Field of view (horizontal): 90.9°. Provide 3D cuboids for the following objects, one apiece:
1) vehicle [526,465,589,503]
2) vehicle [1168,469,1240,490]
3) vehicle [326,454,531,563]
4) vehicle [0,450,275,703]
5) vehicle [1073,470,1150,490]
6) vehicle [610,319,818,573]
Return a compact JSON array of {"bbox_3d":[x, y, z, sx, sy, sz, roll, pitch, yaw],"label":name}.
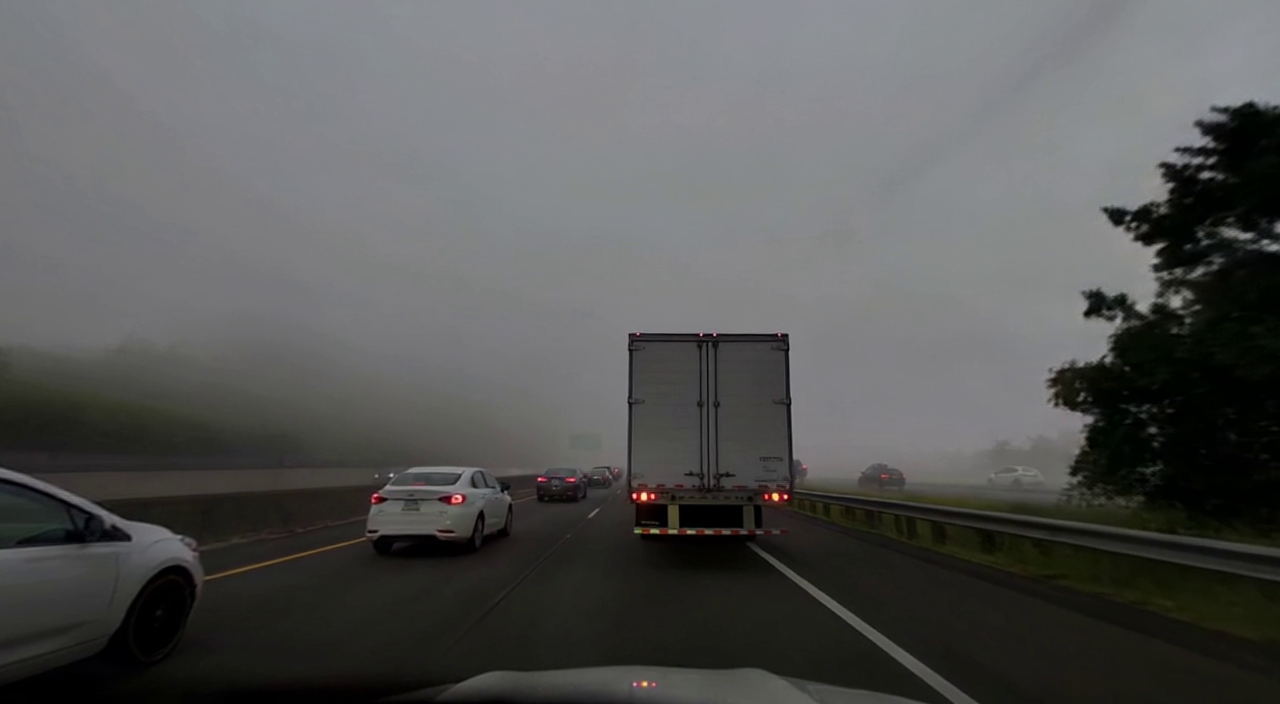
[{"bbox_3d":[-3.438,5.620,27.060,1.964,1.482,4.371,0,-11,2],"label":"vehicle"},{"bbox_3d":[43.462,9.823,48.578,3.974,1.485,1.709,1,-11,-4],"label":"vehicle"},{"bbox_3d":[-3.430,2.684,11.406,1.983,1.509,4.679,0,-11,1],"label":"vehicle"},{"bbox_3d":[-4.223,1.179,3.111,2.043,1.391,4.515,0,-11,1],"label":"vehicle"},{"bbox_3d":[36.266,9.867,48.544,4.299,1.465,1.807,-1,-11,7],"label":"vehicle"},{"bbox_3d":[1.143,2.049,13.178,2.831,3.529,8.689,0,-11,2],"label":"vehicle"}]
